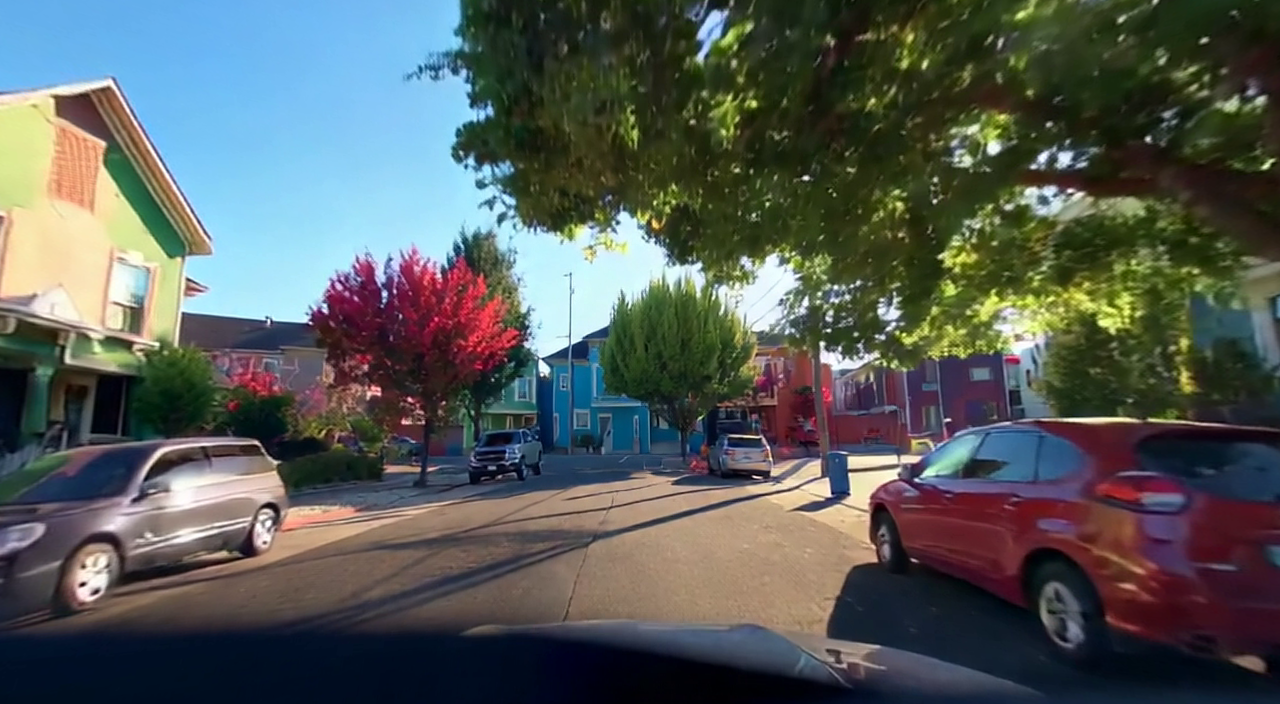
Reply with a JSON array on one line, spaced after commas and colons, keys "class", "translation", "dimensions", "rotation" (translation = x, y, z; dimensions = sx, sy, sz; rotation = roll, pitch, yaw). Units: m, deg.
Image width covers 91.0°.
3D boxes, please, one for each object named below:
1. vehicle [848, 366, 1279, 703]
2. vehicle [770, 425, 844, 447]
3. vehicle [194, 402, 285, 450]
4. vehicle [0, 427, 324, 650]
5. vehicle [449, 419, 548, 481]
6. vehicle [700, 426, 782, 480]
[{"class": "vehicle", "translation": [3.528, 1.224, 5.105], "dimensions": [2.070, 1.728, 4.358], "rotation": [1, -8, -2]}, {"class": "vehicle", "translation": [11.536, 5.850, 43.741], "dimensions": [4.644, 1.482, 1.997], "rotation": [0, -8, 2]}, {"class": "vehicle", "translation": [-30.748, 5.605, 48.667], "dimensions": [2.473, 2.922, 6.719], "rotation": [0, 0, 4]}, {"class": "vehicle", "translation": [-5.382, 1.604, 6.644], "dimensions": [1.849, 1.560, 4.227], "rotation": [0, -8, 0]}, {"class": "vehicle", "translation": [-5.260, 3.770, 24.605], "dimensions": [2.480, 2.084, 6.353], "rotation": [0, -8, -1]}, {"class": "vehicle", "translation": [3.642, 3.737, 23.681], "dimensions": [2.109, 1.811, 4.886], "rotation": [1, -8, -2]}]
